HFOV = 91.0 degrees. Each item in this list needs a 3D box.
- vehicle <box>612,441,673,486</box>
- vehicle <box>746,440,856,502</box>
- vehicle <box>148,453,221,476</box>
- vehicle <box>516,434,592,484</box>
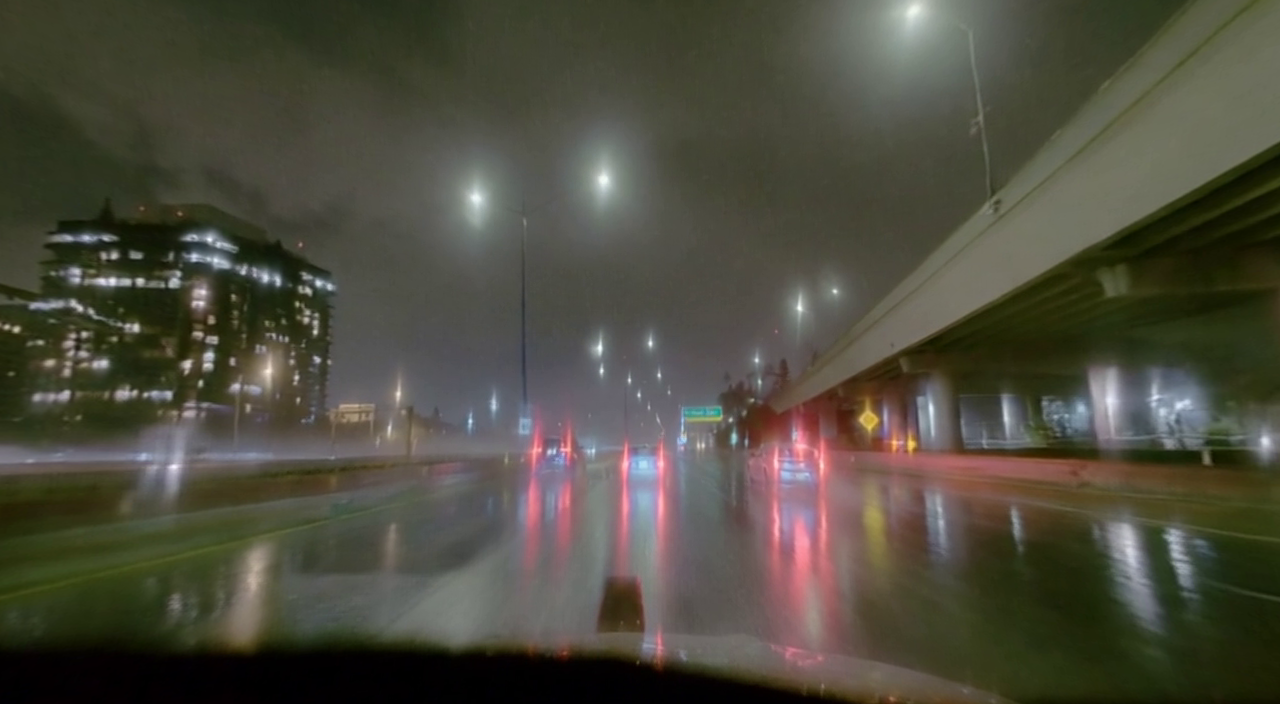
[{"bbox_3d":[0.156,4.142,23.719,2.089,1.493,3.964,0,-8,2],"label":"vehicle"},{"bbox_3d":[4.263,3.204,17.380,1.974,1.490,3.994,0,-9,0],"label":"vehicle"},{"bbox_3d":[-32.371,7.983,44.884,1.772,1.487,4.348,0,-9,3],"label":"vehicle"},{"bbox_3d":[-3.333,4.248,25.354,2.142,1.819,4.648,0,-9,3],"label":"vehicle"}]
